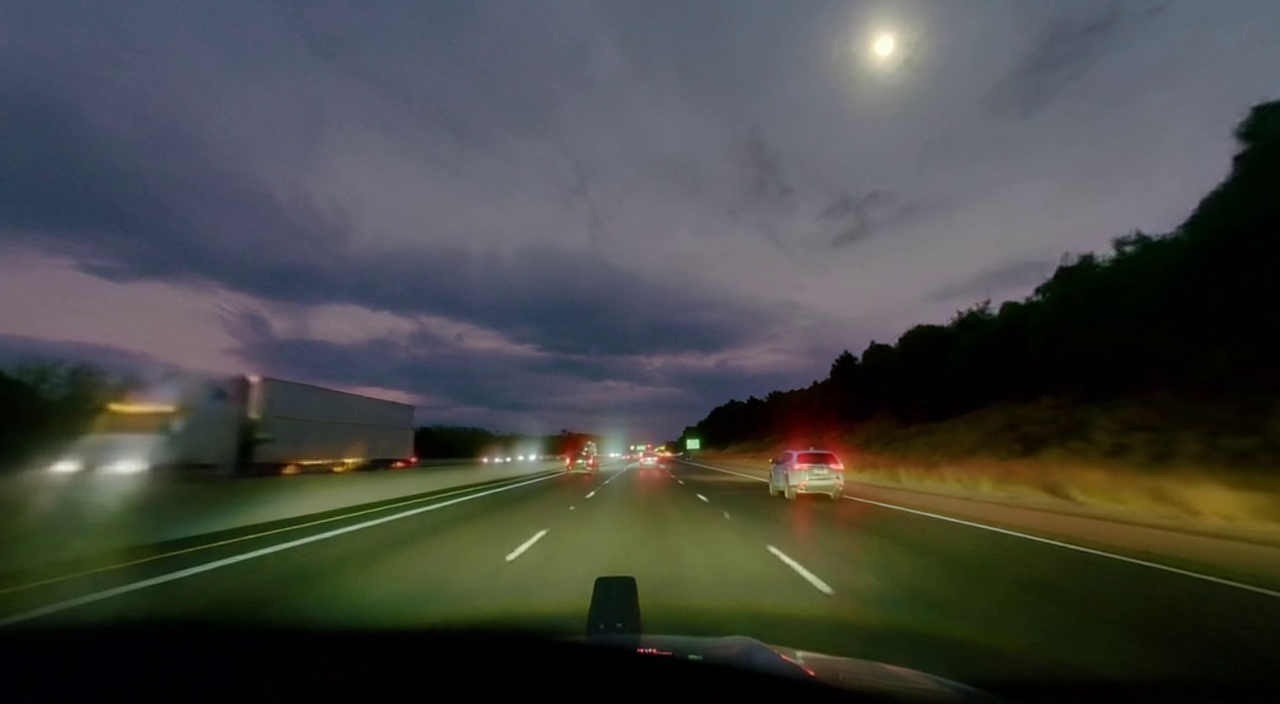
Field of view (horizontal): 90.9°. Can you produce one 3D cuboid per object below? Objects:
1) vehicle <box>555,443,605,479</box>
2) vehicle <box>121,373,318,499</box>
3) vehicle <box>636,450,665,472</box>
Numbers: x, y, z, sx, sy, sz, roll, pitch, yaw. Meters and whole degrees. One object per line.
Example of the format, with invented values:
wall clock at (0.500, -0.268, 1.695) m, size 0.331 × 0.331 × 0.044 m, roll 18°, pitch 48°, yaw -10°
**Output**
vehicle at (-3.017, 5.640, 32.802) m, size 2.143 × 1.770 × 4.283 m, roll 0°, pitch -9°, yaw 1°
vehicle at (-15.028, 3.130, 23.236) m, size 2.994 × 4.041 × 5.835 m, roll 0°, pitch -9°, yaw 0°
vehicle at (0.739, 7.926, 46.102) m, size 2.036 × 1.519 × 4.225 m, roll 0°, pitch -9°, yaw 0°
